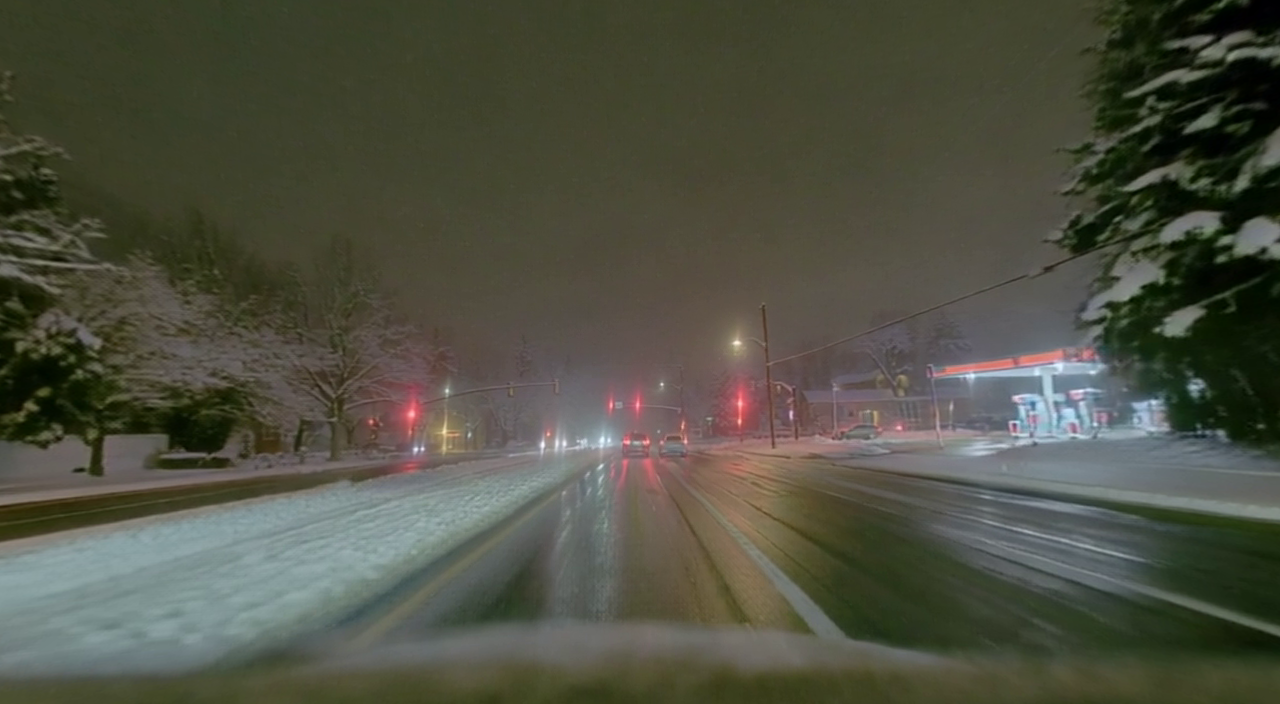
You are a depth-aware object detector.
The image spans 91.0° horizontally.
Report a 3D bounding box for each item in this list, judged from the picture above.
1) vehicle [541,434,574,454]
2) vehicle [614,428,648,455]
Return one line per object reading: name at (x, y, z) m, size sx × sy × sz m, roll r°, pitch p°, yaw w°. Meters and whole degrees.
vehicle at (-6.378, 7.207, 49.139) m, size 2.033 × 1.442 × 4.668 m, roll 0°, pitch -8°, yaw -1°
vehicle at (-0.615, 6.096, 42.790) m, size 2.146 × 1.742 × 4.095 m, roll 0°, pitch -8°, yaw -1°
